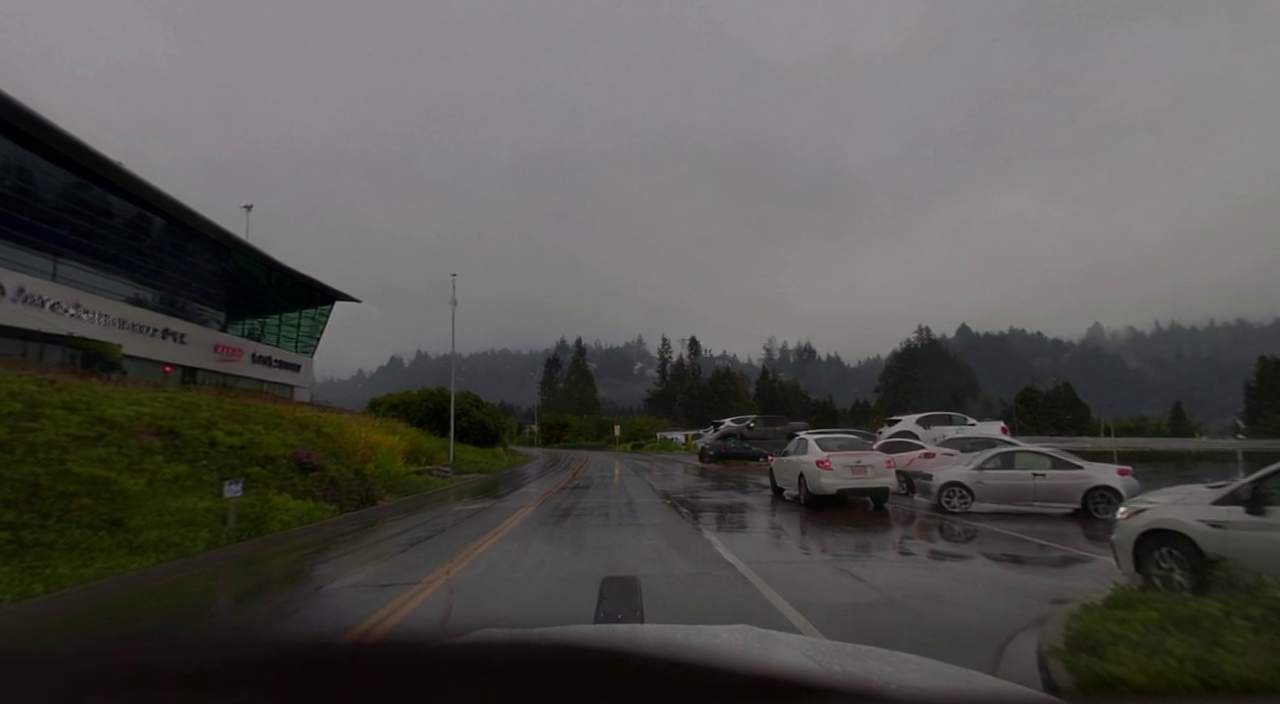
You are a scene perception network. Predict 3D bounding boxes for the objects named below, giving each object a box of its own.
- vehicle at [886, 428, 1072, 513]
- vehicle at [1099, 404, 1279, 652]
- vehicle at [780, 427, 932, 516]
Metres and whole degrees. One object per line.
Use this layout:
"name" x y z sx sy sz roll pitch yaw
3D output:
"vehicle" 7.913 2.810 15.312 1.924 1.713 4.627 0 -9 0
"vehicle" 6.531 1.317 4.552 2.113 1.945 4.546 4 -10 -26
"vehicle" 5.112 2.884 15.606 1.977 1.860 4.237 0 -9 -4
